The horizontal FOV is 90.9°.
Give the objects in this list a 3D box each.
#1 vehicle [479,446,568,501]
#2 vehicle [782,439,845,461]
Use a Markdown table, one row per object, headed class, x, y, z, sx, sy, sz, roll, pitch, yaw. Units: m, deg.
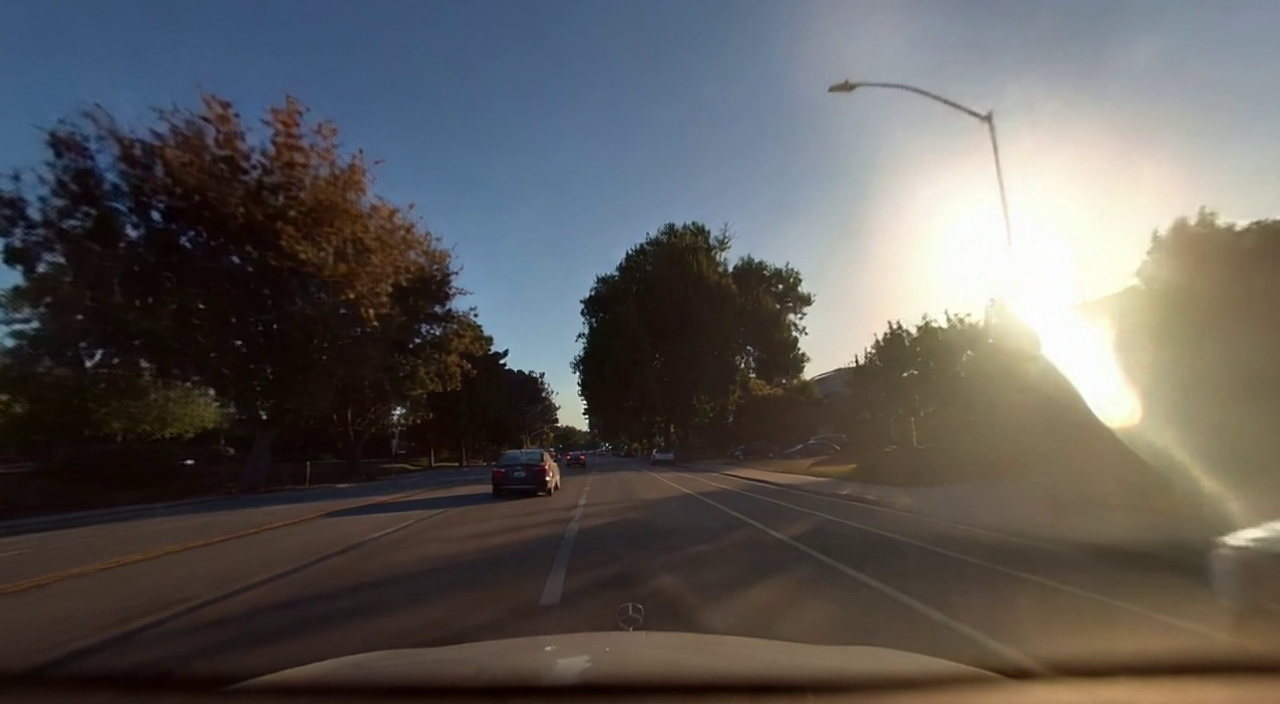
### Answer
| class | x | y | z | sx | sy | sz | roll | pitch | yaw |
| --- | --- | --- | --- | --- | --- | --- | --- | --- | --- |
| vehicle | -3.432 | 3.640 | 19.435 | 2.099 | 1.470 | 4.302 | 0 | -8 | -3 |
| vehicle | 12.746 | 7.192 | 46.374 | 3.965 | 1.543 | 2.021 | 0 | -8 | -3 |
